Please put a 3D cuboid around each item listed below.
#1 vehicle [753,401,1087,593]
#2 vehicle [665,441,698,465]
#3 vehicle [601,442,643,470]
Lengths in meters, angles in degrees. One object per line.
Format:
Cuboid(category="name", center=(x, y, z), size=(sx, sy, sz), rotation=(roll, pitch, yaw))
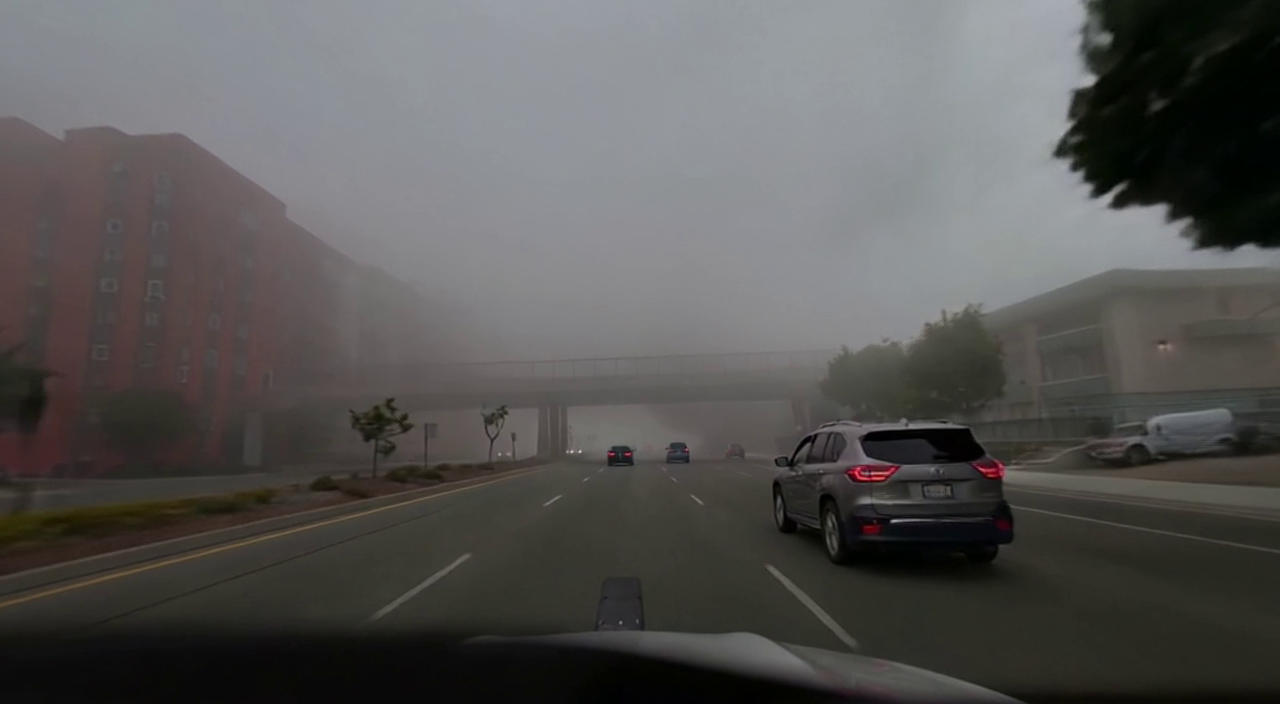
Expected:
Cuboid(category="vehicle", center=(2.977, 1.662, 8.168), size=(2.130, 1.741, 4.665), rotation=(0, -8, 0))
Cuboid(category="vehicle", center=(3.089, 7.611, 47.930), size=(2.165, 1.708, 3.928), rotation=(0, -8, -2))
Cuboid(category="vehicle", center=(-0.992, 6.016, 36.748), size=(2.173, 1.498, 4.528), rotation=(0, -8, 1))
